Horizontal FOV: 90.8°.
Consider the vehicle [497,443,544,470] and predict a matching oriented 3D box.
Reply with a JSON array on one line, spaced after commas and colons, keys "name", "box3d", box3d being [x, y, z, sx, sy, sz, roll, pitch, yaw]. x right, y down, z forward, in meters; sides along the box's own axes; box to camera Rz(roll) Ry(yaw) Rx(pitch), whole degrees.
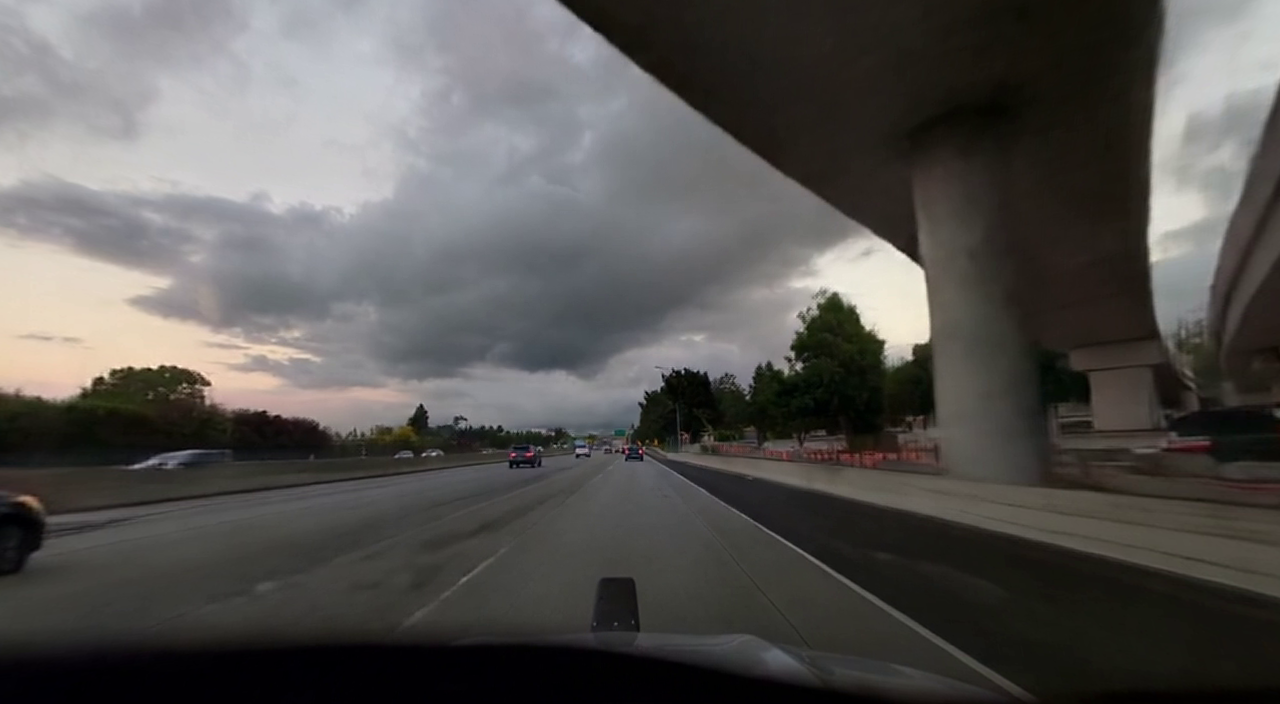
[{"name": "vehicle", "box3d": [-7.439, 6.565, 39.885, 2.128, 1.604, 4.279, 0, -9, 0]}]

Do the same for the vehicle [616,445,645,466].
[{"name": "vehicle", "box3d": [-0.719, 7.595, 46.411, 2.051, 1.459, 4.092, 0, -9, -1]}]

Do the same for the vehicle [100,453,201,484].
[{"name": "vehicle", "box3d": [-25.408, 6.051, 33.027, 1.772, 1.459, 4.504, 0, -9, -2]}]
